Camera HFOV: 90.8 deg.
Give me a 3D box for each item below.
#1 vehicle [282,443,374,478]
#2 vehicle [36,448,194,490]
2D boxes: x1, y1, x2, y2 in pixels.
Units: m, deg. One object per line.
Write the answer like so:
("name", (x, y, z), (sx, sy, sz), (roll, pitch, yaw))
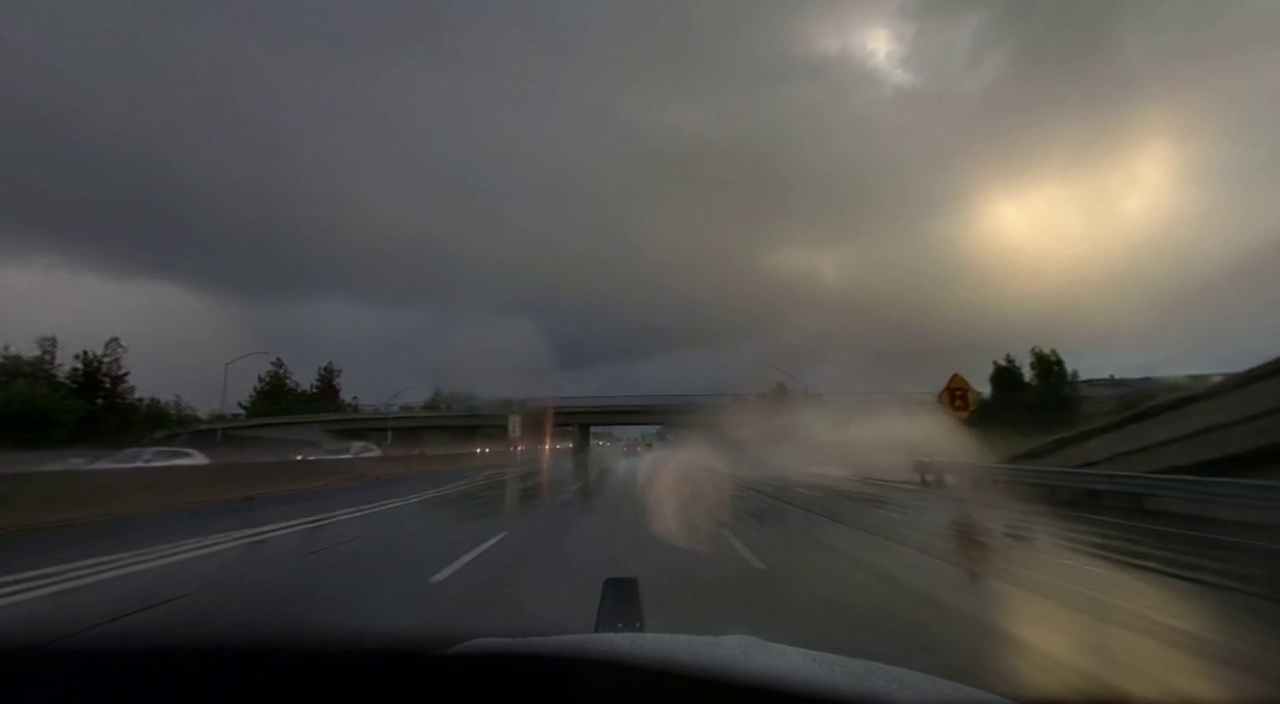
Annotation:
("vehicle", (-14.429, 5.033, 29.550), (1.931, 1.502, 4.616), (0, -9, 0))
("vehicle", (-20.761, 4.612, 25.330), (2.312, 1.503, 4.691), (0, -9, 0))
